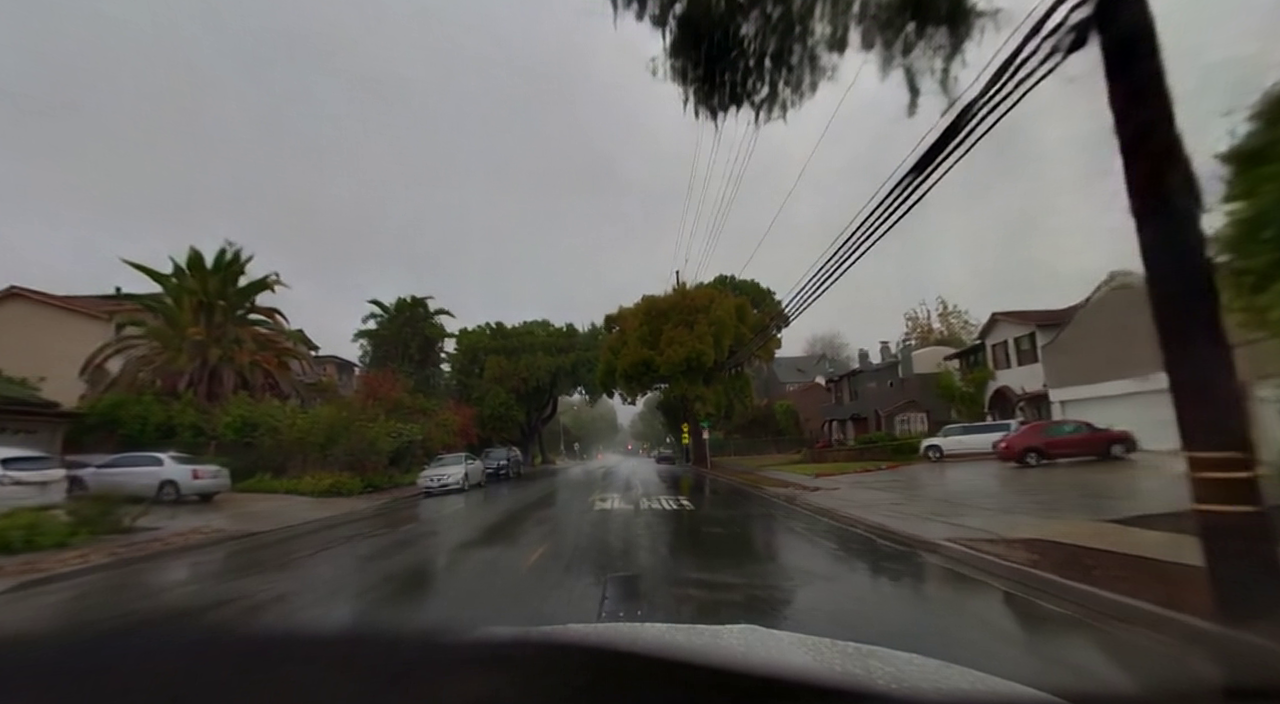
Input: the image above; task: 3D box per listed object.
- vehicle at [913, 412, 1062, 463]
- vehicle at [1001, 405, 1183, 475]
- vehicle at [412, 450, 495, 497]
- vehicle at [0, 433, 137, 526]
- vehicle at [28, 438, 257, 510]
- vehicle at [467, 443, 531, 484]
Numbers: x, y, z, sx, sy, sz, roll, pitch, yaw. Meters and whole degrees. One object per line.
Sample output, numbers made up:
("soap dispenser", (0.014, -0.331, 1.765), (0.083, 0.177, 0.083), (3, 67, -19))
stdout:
("vehicle", (13.712, 3.430, 25.128), (4.836, 1.789, 2.229), (-7, -9, 29))
("vehicle", (13.587, 2.729, 19.350), (4.145, 1.767, 1.880), (-9, -11, 30))
("vehicle", (-7.093, 4.639, 24.440), (2.041, 1.587, 3.920), (-2, -9, 0))
("vehicle", (-14.281, 2.719, 13.740), (4.543, 1.824, 2.379), (0, -9, -3))
("vehicle", (-13.827, 3.401, 17.848), (4.432, 1.870, 2.299), (0, -9, 0))
("vehicle", (-7.138, 5.700, 32.400), (2.135, 1.787, 4.452), (-4, -10, 1))
